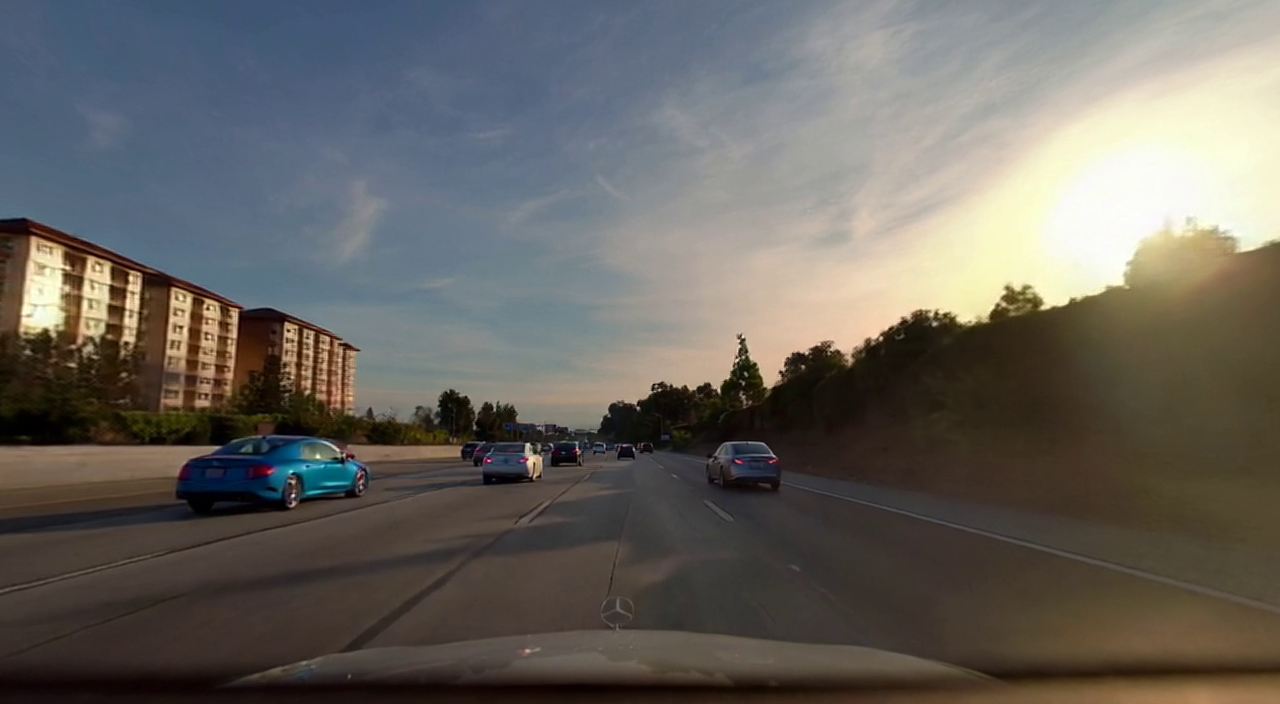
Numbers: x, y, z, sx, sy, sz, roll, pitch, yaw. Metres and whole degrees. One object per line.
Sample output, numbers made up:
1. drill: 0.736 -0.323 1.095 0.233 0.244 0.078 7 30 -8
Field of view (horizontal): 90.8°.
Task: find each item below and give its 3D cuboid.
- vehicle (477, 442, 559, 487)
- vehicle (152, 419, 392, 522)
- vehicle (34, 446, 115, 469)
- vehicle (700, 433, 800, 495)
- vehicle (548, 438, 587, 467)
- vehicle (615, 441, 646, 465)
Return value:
1. vehicle: -4.276 4.002 22.883 2.124 1.426 4.444 0 -8 -1
2. vehicle: -7.387 2.432 13.533 2.086 1.776 5.080 0 -8 0
3. vehicle: -38.408 7.179 43.045 1.785 1.453 4.107 0 -8 -1
4. vehicle: 3.150 3.326 19.157 2.061 1.658 4.417 0 -8 -2
5. vehicle: -4.721 6.631 41.742 2.044 1.774 4.329 0 -8 -1
6. vehicle: -0.684 7.165 44.992 2.053 1.650 3.945 0 -8 -1
